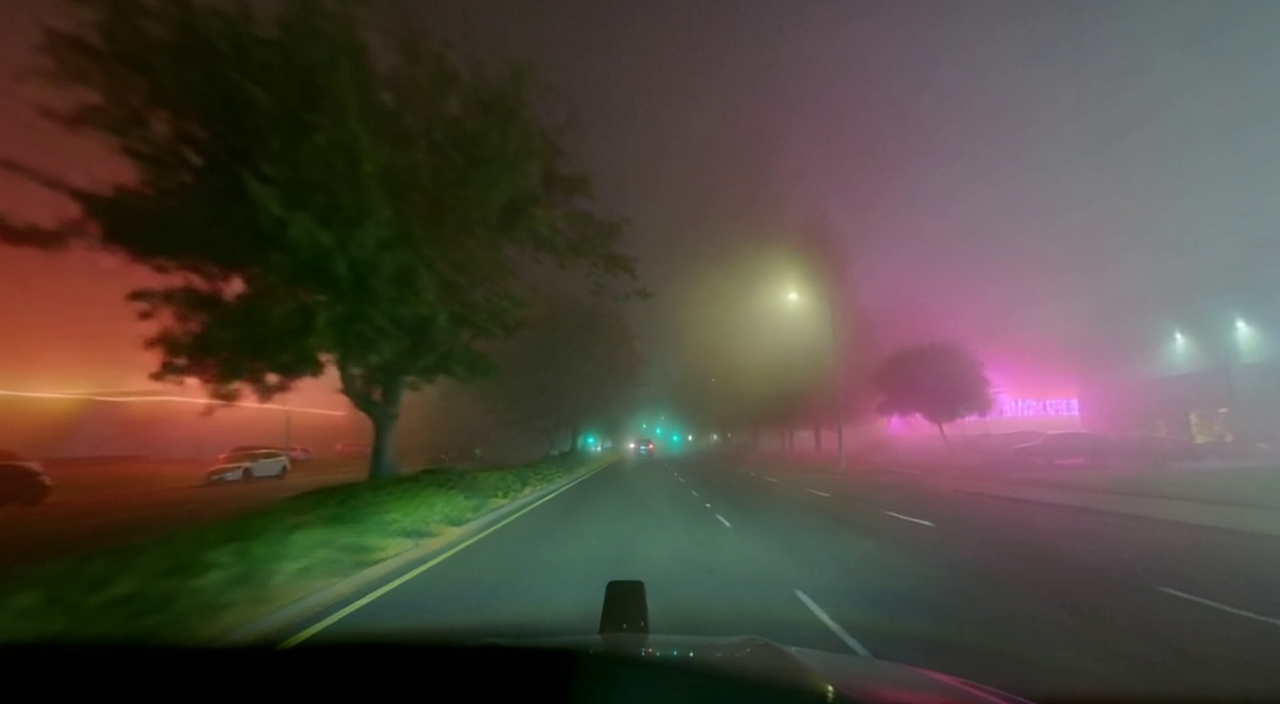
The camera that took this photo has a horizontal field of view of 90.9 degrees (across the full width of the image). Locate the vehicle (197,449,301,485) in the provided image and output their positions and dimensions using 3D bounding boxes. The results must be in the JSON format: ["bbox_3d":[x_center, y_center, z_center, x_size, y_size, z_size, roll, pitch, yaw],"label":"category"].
[{"bbox_3d":[-18.995,5.561,30.943,1.814,1.577,5.024,0,-8,1],"label":"vehicle"}]

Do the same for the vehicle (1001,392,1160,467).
[{"bbox_3d":[21.889,4.001,31.929,3.006,3.375,6.598,0,-8,-2],"label":"vehicle"}]

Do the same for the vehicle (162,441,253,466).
[{"bbox_3d":[-27.630,6.515,40.403,4.336,1.560,1.980,0,-8,0],"label":"vehicle"}]

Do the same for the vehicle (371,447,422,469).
[{"bbox_3d":[-18.652,8.129,48.488,1.964,1.618,4.622,0,-8,1],"label":"vehicle"}]
